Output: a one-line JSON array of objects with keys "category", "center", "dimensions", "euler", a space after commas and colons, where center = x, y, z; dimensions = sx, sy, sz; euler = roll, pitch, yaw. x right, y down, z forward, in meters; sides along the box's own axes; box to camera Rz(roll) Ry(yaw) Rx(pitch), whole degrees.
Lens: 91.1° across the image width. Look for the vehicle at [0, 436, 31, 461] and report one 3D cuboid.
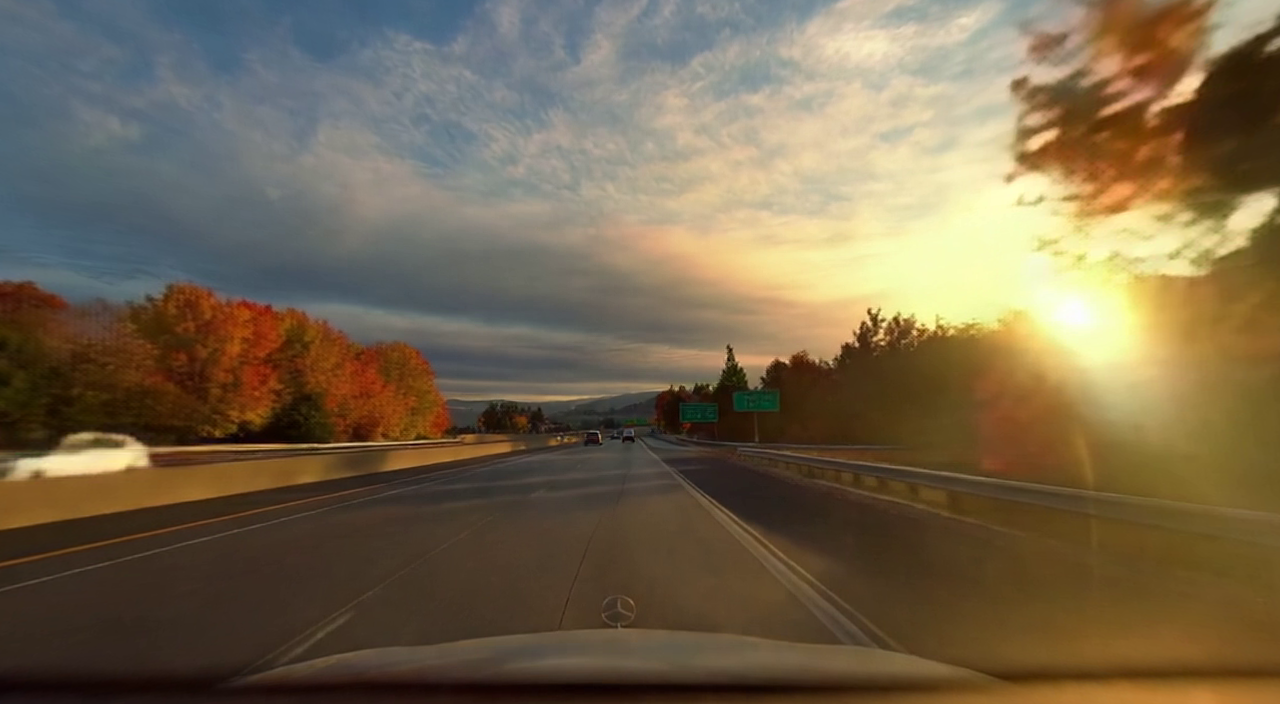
[{"category": "vehicle", "center": [-49.393, 7.535, 49.232], "dimensions": [2.079, 1.843, 5.261], "euler": [6, -10, -42]}]
